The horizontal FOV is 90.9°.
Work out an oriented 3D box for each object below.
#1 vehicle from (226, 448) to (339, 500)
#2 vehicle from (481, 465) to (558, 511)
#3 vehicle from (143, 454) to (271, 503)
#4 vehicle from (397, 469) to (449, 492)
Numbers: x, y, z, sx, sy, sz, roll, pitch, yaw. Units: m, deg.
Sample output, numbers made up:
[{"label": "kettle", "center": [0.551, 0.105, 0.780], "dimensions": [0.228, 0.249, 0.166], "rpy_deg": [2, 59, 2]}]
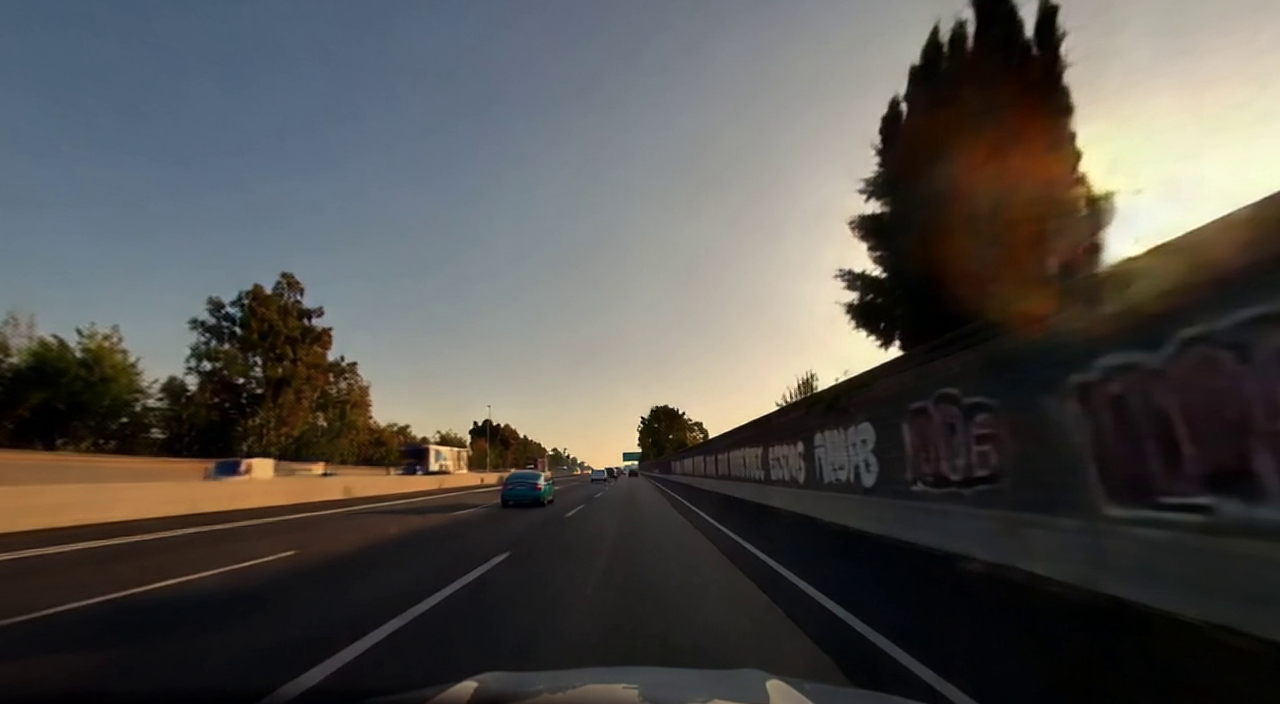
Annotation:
[{"label": "vehicle", "center": [-20.941, 7.226, 37.405], "dimensions": [2.639, 2.739, 6.491], "rpy_deg": [0, -10, 2]}, {"label": "vehicle", "center": [-4.145, 4.738, 22.277], "dimensions": [1.941, 1.437, 3.829], "rpy_deg": [1, -10, 0]}, {"label": "vehicle", "center": [-21.011, 6.183, 30.987], "dimensions": [2.234, 2.115, 5.503], "rpy_deg": [0, -10, 1]}, {"label": "vehicle", "center": [-15.231, 9.015, 44.494], "dimensions": [1.963, 1.476, 4.580], "rpy_deg": [1, -10, 0]}]
